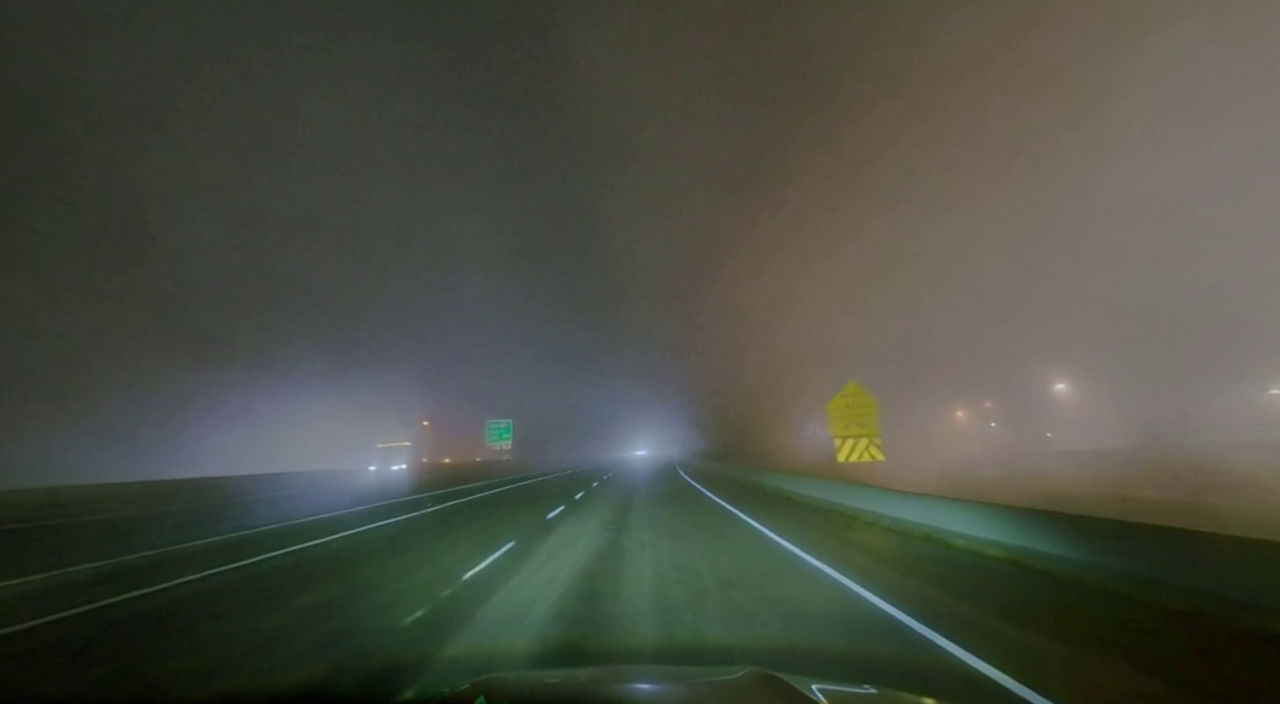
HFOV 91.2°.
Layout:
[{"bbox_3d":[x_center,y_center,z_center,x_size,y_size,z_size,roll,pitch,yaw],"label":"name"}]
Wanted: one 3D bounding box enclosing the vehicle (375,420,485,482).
[{"bbox_3d":[-15.506,7.555,48.033,2.910,4.014,14.092,-1,-9,3],"label":"vehicle"}]
